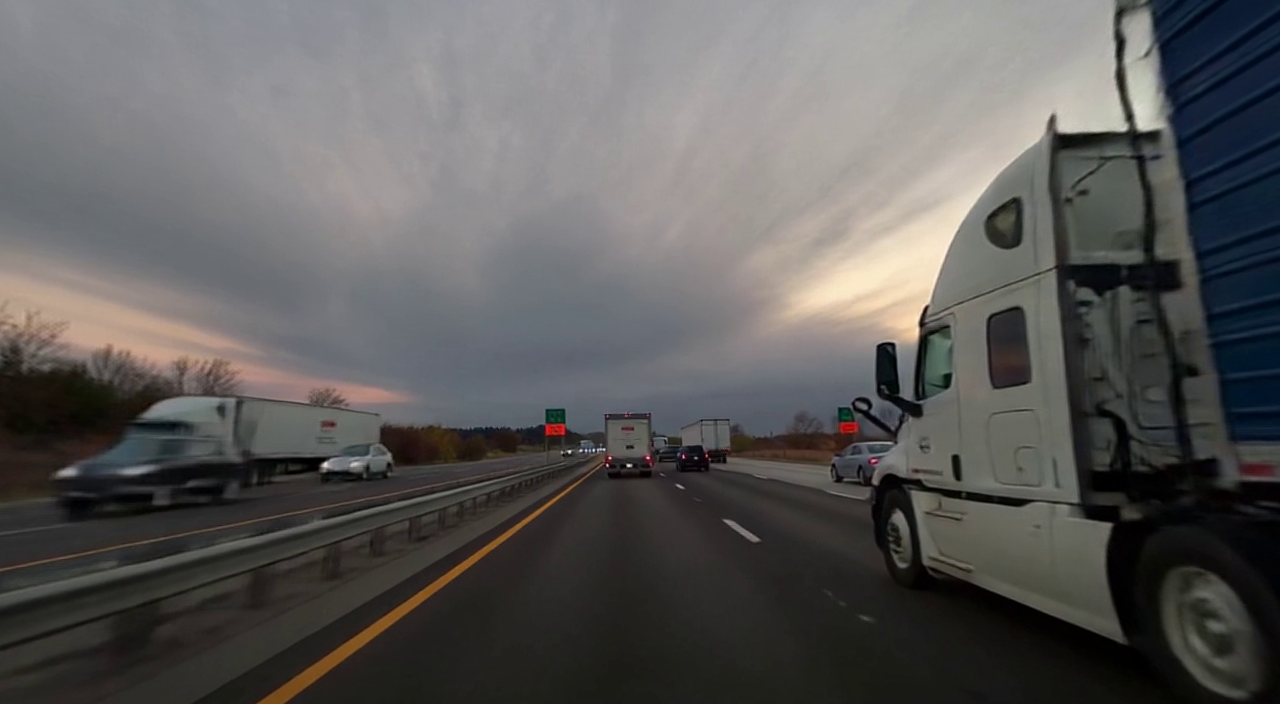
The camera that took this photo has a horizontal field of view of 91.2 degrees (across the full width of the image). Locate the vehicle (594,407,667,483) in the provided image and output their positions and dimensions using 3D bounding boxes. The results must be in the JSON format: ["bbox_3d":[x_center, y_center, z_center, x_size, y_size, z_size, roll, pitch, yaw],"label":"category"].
[{"bbox_3d":[-0.221,3.855,25.924,2.506,2.743,6.093,-1,-9,4],"label":"vehicle"}]

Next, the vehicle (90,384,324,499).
[{"bbox_3d":[-18.011,3.962,27.541,3.003,4.059,10.427,0,-9,-2],"label":"vehicle"}]

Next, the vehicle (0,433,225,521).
[{"bbox_3d":[-13.297,3.108,16.124,2.044,1.914,4.638,0,-9,0],"label":"vehicle"}]

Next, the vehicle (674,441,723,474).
[{"bbox_3d":[3.045,5.600,33.424,2.127,1.642,3.899,0,-9,-1],"label":"vehicle"}]

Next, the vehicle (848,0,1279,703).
[{"bbox_3d":[3.866,-0.469,1.473,2.972,4.007,10.643,0,-9,0],"label":"vehicle"}]
